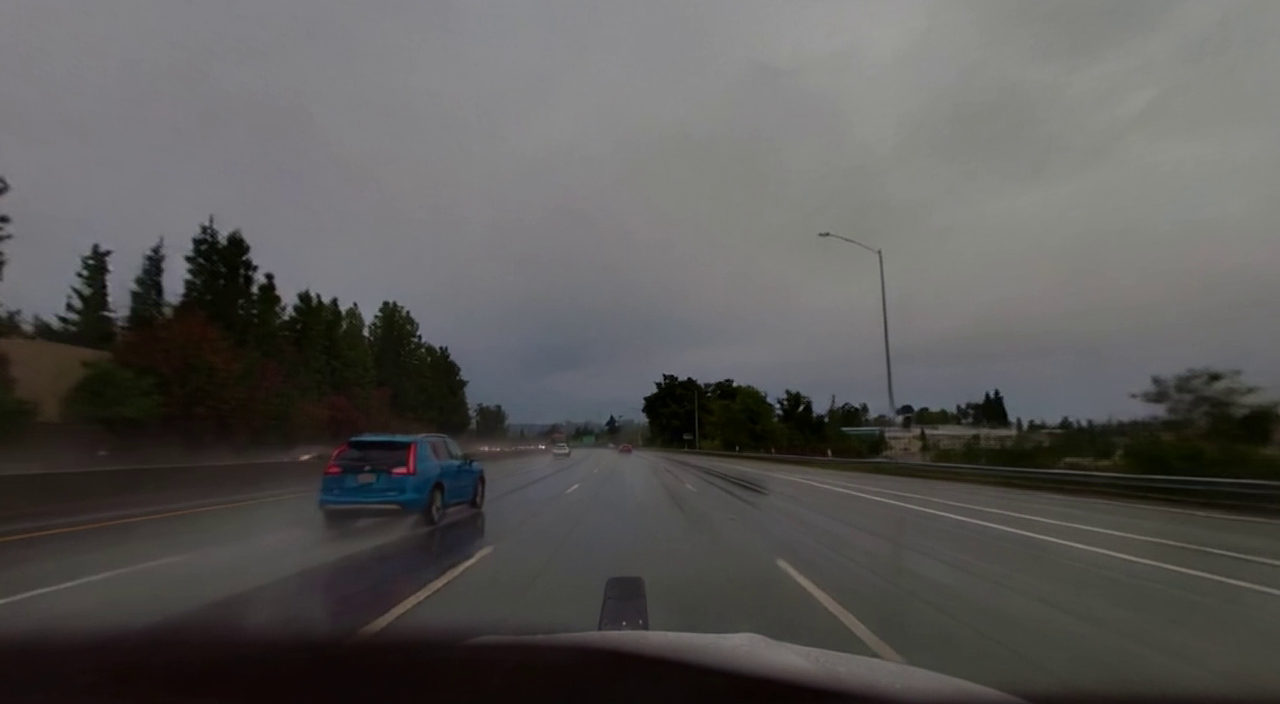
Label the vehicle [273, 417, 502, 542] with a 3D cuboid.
[{"bbox_3d":[-4.033,2.122,11.146,2.162,1.724,4.537,0,-8,0],"label":"vehicle"}]
